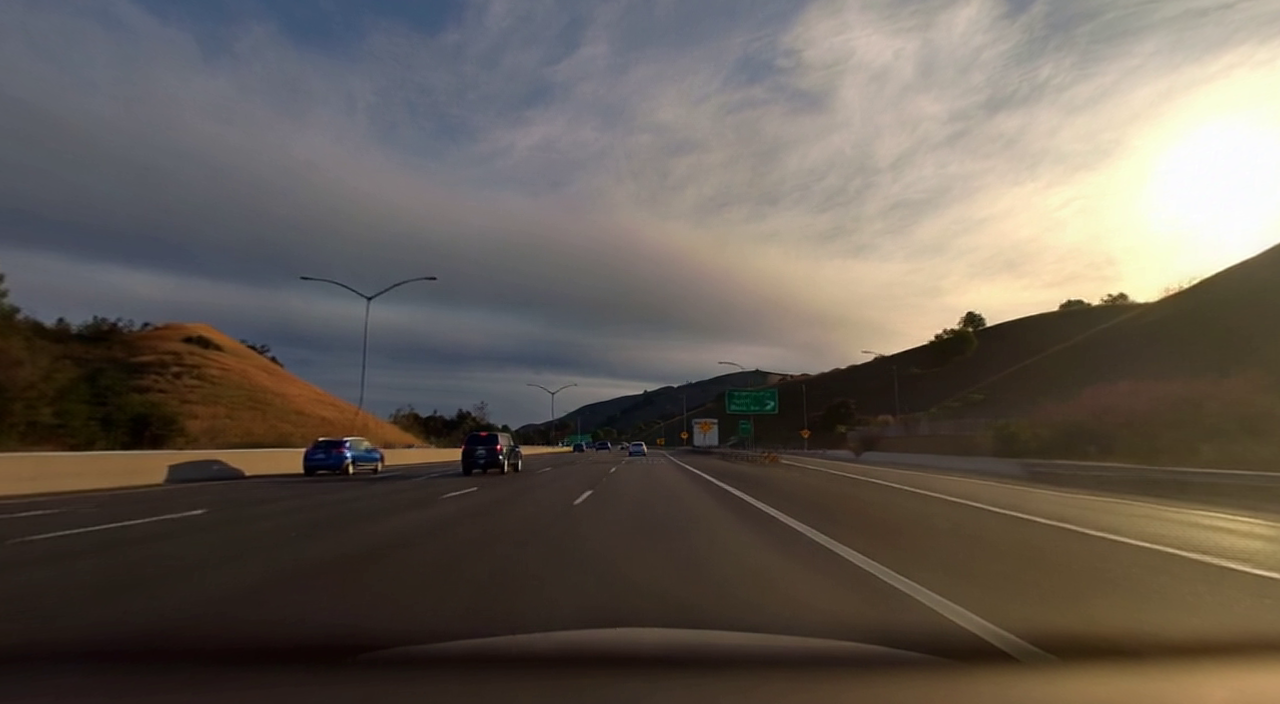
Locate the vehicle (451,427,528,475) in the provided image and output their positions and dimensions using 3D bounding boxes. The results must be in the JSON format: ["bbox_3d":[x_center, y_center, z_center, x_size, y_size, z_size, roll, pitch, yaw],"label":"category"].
[{"bbox_3d":[-6.663,4.479,28.568,2.219,1.947,4.924,0,-9,1],"label":"vehicle"}]

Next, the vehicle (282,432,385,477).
[{"bbox_3d":[-13.629,4.596,28.429,2.079,1.822,4.893,0,-9,1],"label":"vehicle"}]
